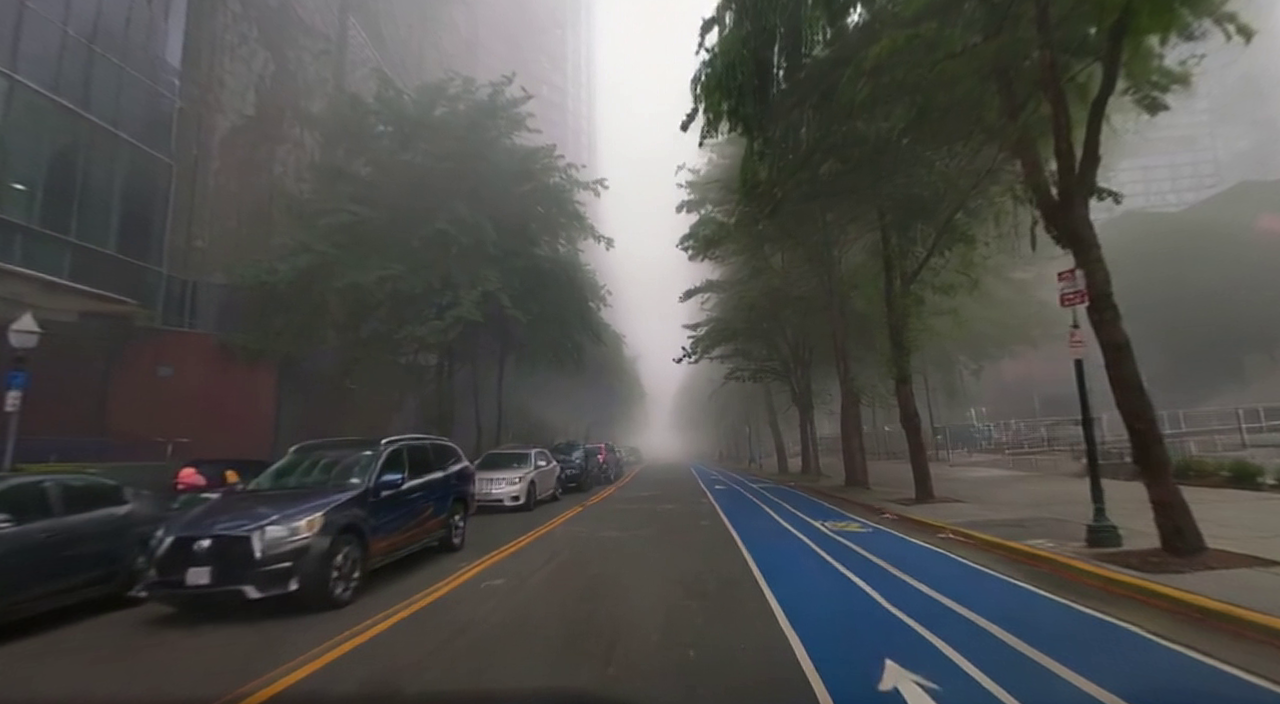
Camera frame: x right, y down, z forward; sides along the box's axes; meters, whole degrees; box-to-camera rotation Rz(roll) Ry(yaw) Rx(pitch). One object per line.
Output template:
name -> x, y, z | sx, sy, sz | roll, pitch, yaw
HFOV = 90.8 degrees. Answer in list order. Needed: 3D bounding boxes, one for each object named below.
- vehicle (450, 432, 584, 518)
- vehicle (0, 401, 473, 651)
vehicle -> -2.887, 3.032, 16.093 | 2.225, 1.848, 4.472 | -1, -9, 4
vehicle -> -3.693, 1.623, 7.038 | 2.173, 1.814, 4.573 | -1, -9, 3
